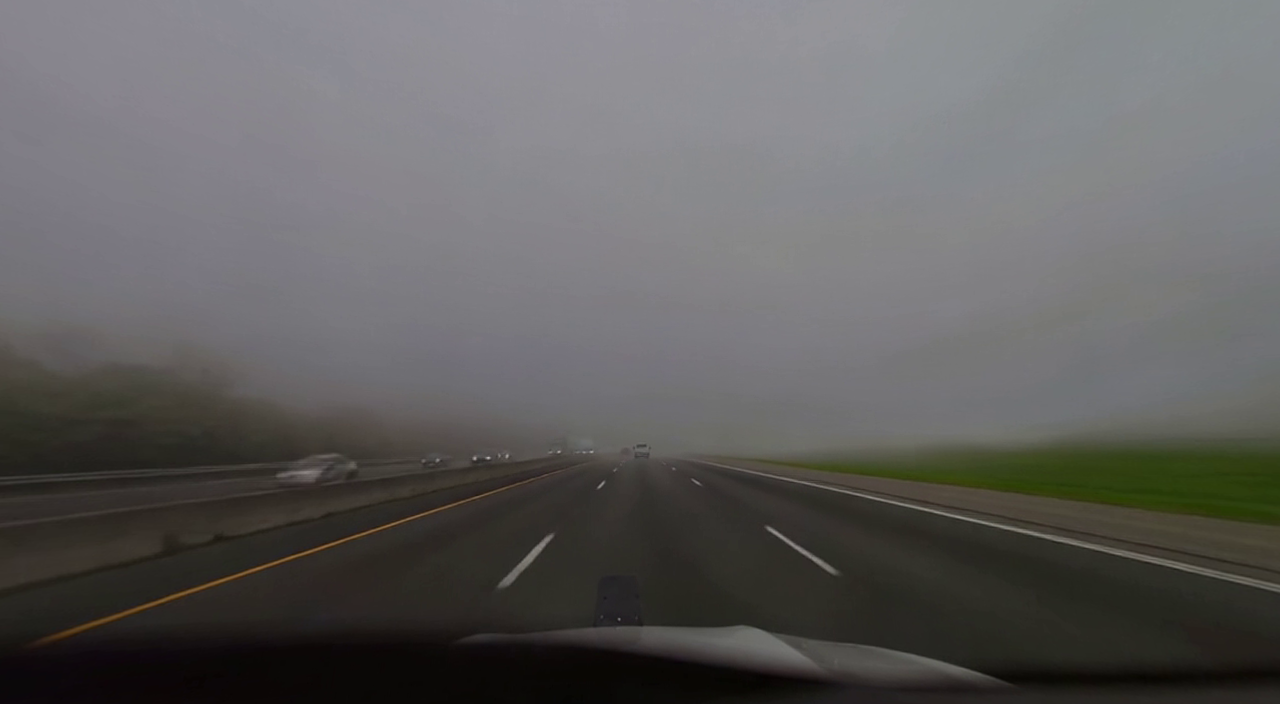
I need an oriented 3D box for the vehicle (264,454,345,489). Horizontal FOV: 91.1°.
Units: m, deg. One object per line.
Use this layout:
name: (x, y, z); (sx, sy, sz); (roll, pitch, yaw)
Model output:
vehicle: (-15.531, 5.529, 29.337); (1.718, 1.442, 3.702); (-1, -9, 0)
